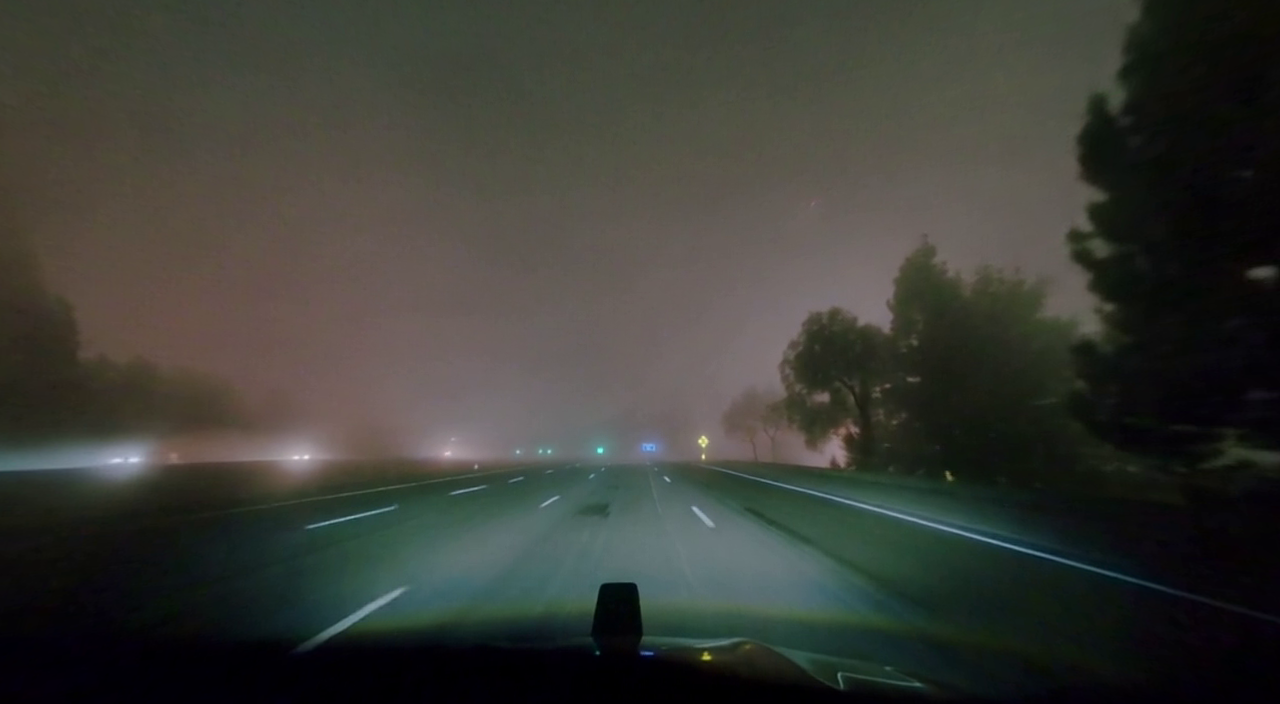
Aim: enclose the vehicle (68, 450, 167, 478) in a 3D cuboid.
[{"bbox_3d":[-35.991,7.687,43.630,2.070,1.743,5.624,0,-8,0],"label":"vehicle"}]
